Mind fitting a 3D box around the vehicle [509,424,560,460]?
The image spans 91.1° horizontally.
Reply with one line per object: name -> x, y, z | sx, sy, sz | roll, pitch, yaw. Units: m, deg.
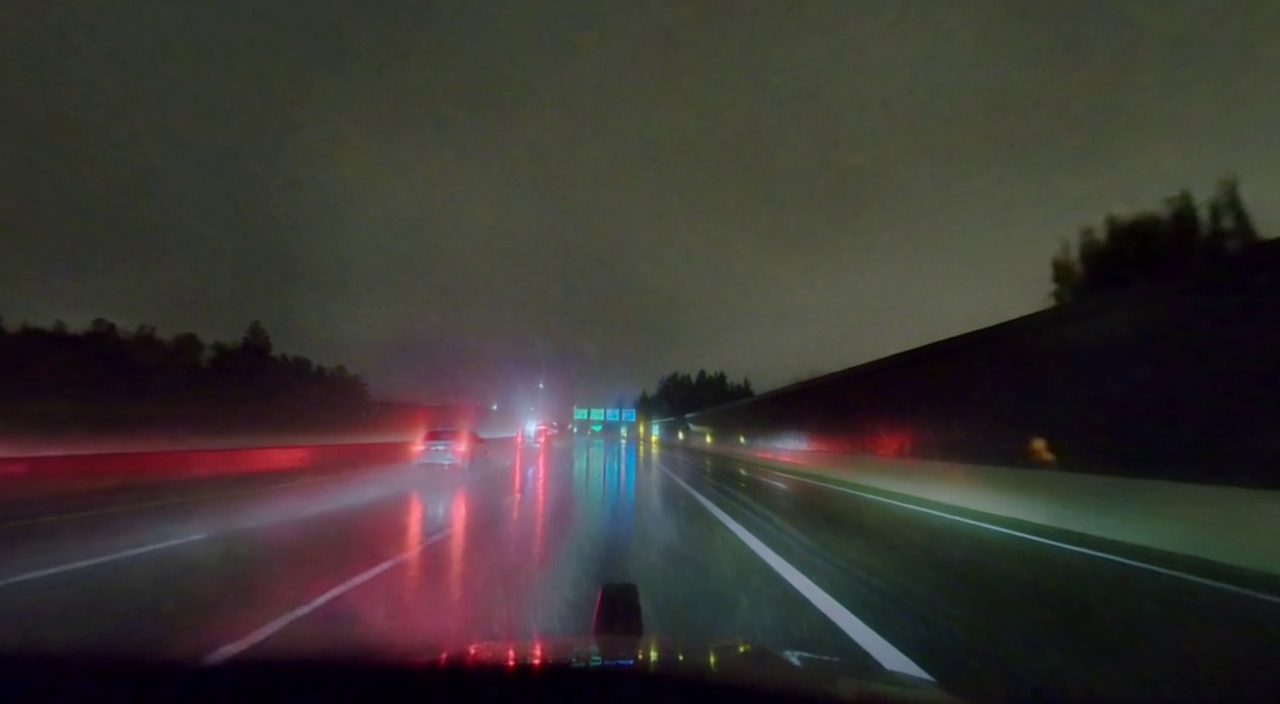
vehicle -> -5.374, 4.612, 32.521 | 2.007, 1.727, 4.040 | 0, -8, -1

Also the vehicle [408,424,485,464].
vehicle -> -8.725, 4.209, 28.813 | 2.148, 1.635, 4.670 | 1, -8, -1
